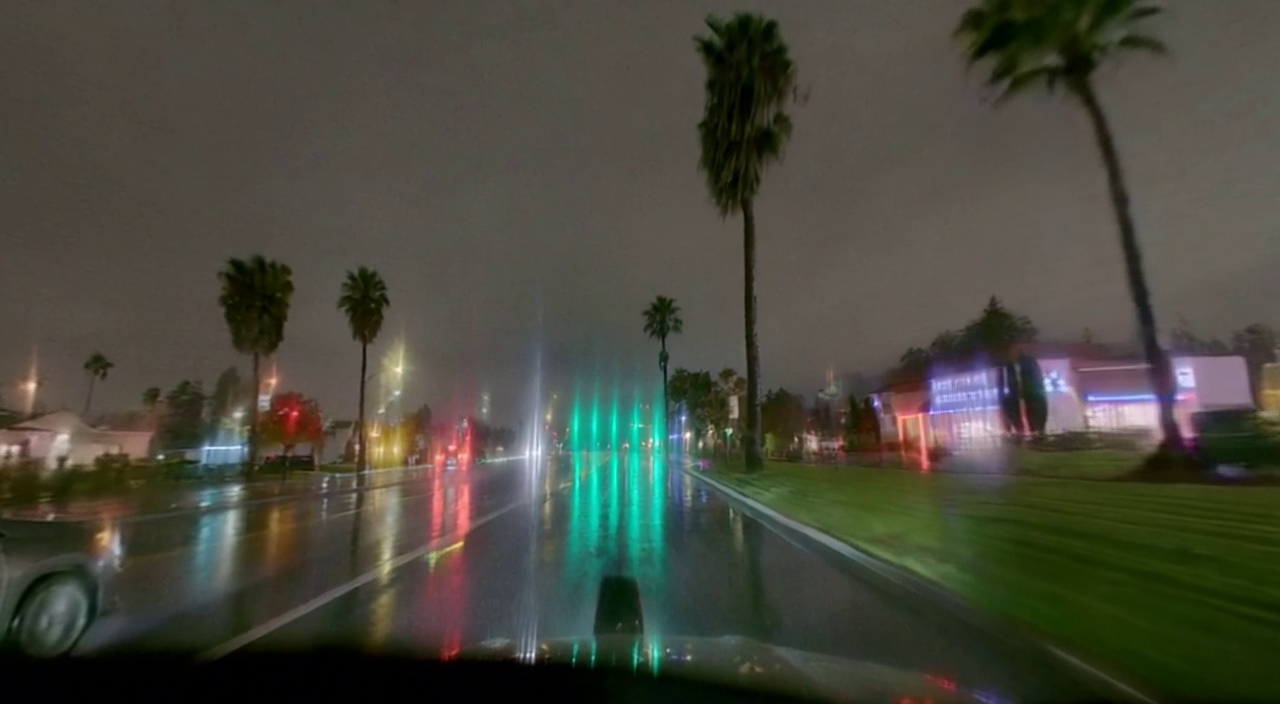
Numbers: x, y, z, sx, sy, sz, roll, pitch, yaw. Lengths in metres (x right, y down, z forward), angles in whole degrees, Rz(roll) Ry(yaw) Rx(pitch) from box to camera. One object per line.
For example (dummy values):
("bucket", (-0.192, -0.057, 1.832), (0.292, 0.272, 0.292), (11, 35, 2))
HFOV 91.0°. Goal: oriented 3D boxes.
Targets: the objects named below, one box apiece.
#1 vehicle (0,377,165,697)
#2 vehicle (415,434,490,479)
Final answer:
("vehicle", (-4.370, 0.814, 2.268), (2.041, 1.666, 4.182), (1, -8, -1))
("vehicle", (-8.296, 4.679, 28.339), (2.136, 1.844, 4.363), (1, -8, -2))
